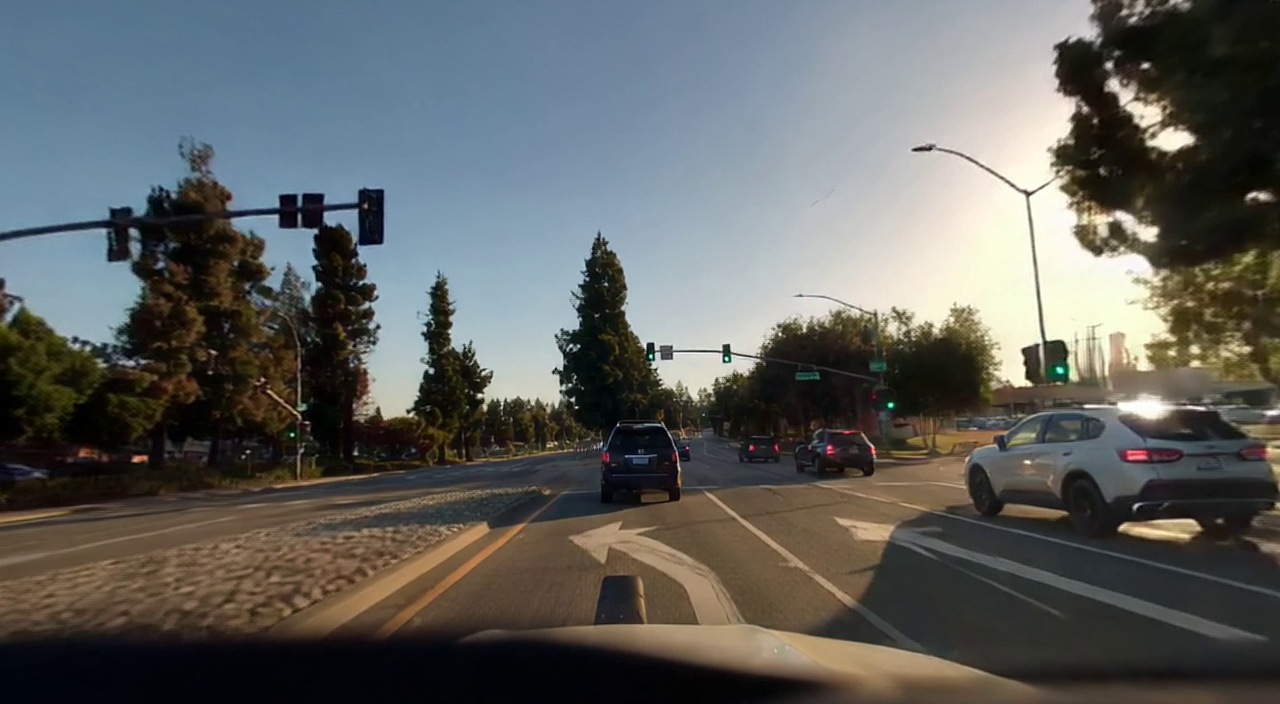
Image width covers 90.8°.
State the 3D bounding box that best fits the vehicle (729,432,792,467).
[{"bbox_3d":[6.702,5.490,35.685,2.440,1.775,4.791,0,-8,-2],"label":"vehicle"}]

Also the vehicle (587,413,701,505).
[{"bbox_3d":[0.037,2.510,15.163,2.353,1.894,4.122,0,-8,-1],"label":"vehicle"}]

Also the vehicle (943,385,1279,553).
[{"bbox_3d":[7.148,1.698,9.795,2.251,1.873,5.346,0,-8,0],"label":"vehicle"}]

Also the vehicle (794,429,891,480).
[{"bbox_3d":[7.090,3.622,22.613,2.025,1.642,4.189,0,-8,-1],"label":"vehicle"}]
